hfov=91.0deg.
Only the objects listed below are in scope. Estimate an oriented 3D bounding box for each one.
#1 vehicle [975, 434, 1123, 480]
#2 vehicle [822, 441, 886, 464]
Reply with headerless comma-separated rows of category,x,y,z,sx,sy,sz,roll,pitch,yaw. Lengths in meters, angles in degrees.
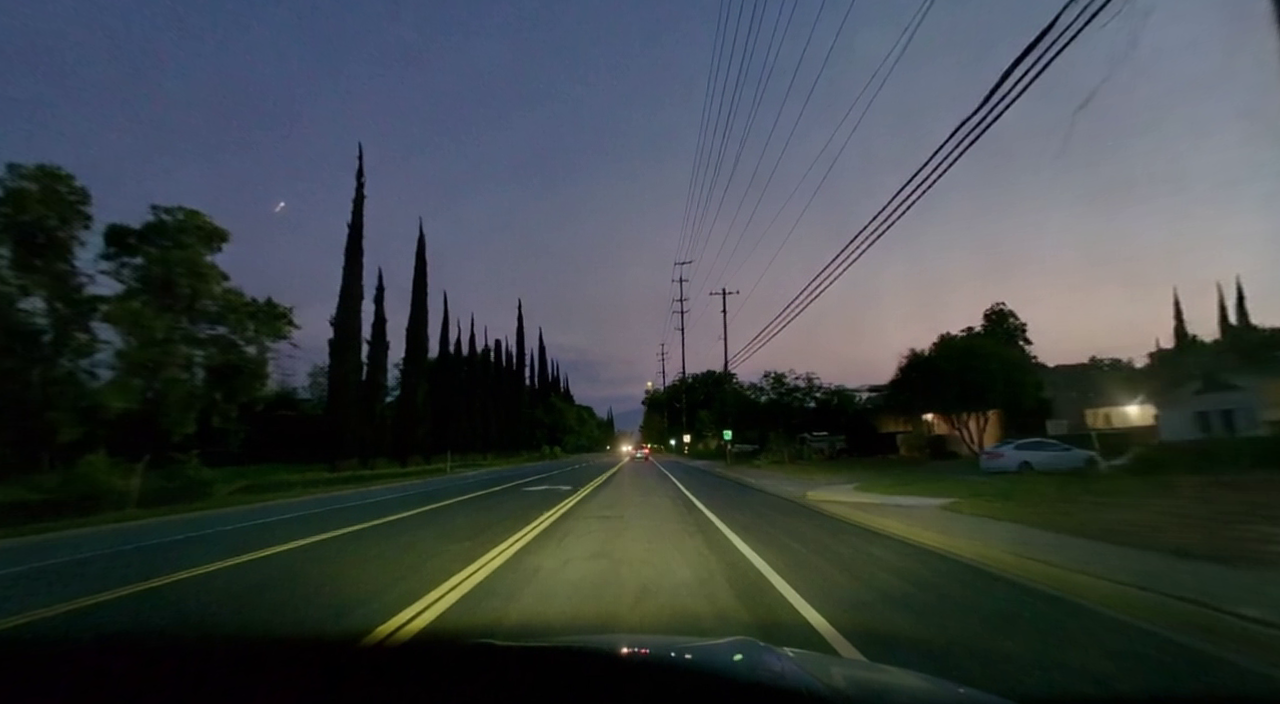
vehicle,14.393,3.719,22.322,3.855,1.548,1.937,0,-9,-2
vehicle,16.303,7.709,48.186,4.153,1.442,1.822,-3,-12,0
